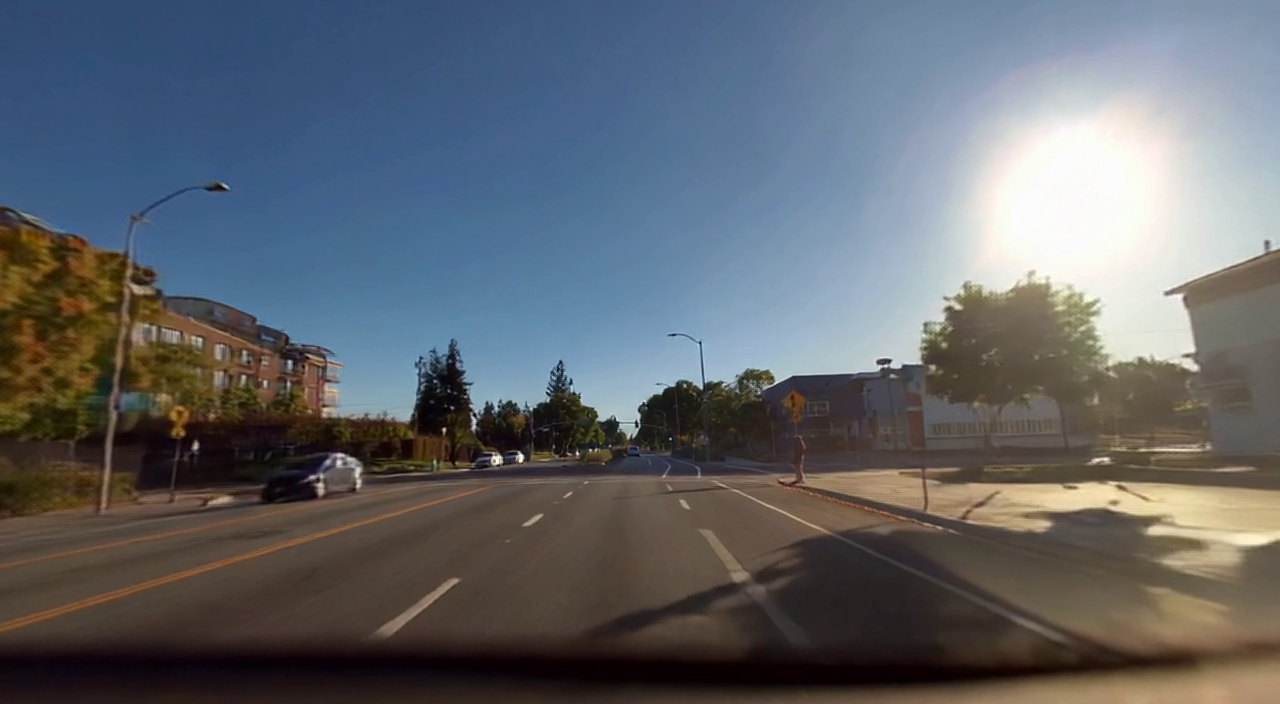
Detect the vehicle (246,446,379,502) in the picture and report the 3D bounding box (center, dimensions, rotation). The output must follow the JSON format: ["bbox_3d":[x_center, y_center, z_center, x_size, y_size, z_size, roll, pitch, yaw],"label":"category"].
[{"bbox_3d":[-10.350,3.859,20.431,2.022,1.569,4.275,0,-8,0],"label":"vehicle"}]

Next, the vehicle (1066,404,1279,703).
[{"bbox_3d":[4.047,0.864,1.887,2.072,1.536,4.918,0,-8,-1],"label":"vehicle"}]
